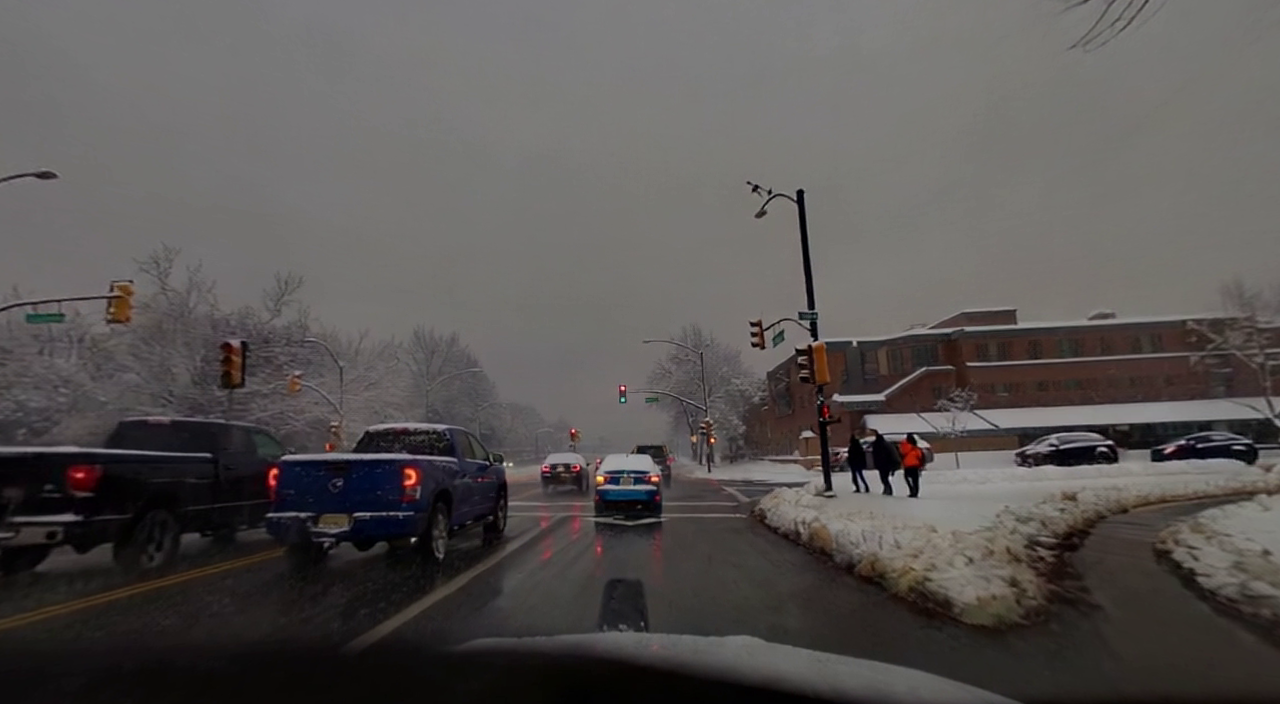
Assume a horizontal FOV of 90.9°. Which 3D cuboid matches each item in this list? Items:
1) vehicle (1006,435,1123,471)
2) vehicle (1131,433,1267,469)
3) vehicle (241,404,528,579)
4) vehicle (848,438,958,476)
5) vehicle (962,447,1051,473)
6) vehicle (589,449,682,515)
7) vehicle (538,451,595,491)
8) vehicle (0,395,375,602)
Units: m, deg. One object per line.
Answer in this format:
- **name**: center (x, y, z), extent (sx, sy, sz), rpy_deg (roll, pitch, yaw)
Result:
- **vehicle**: center (22.201, 5.320, 33.101), extent (4.529, 1.786, 2.110), rpy_deg (-1, -9, 2)
- **vehicle**: center (29.205, 5.193, 33.066), extent (4.967, 1.794, 2.044), rpy_deg (-1, -9, 3)
- **vehicle**: center (-3.330, 1.954, 9.675), extent (2.202, 1.961, 4.980), rpy_deg (0, -9, 1)
- **vehicle**: center (12.462, 5.018, 30.090), extent (4.394, 1.724, 1.886), rpy_deg (0, -9, 1)
- **vehicle**: center (21.406, 6.287, 36.909), extent (3.983, 1.443, 1.831), rpy_deg (0, -9, 1)
- **vehicle**: center (-0.062, 3.346, 16.797), extent (2.144, 1.497, 4.446), rpy_deg (0, -9, 1)
- **vehicle**: center (-3.263, 5.410, 29.045), extent (2.003, 1.655, 4.878), rpy_deg (0, -9, 0)
- **vehicle**: center (-6.480, 1.899, 9.240), extent (2.544, 2.018, 5.893), rpy_deg (0, -9, 1)
